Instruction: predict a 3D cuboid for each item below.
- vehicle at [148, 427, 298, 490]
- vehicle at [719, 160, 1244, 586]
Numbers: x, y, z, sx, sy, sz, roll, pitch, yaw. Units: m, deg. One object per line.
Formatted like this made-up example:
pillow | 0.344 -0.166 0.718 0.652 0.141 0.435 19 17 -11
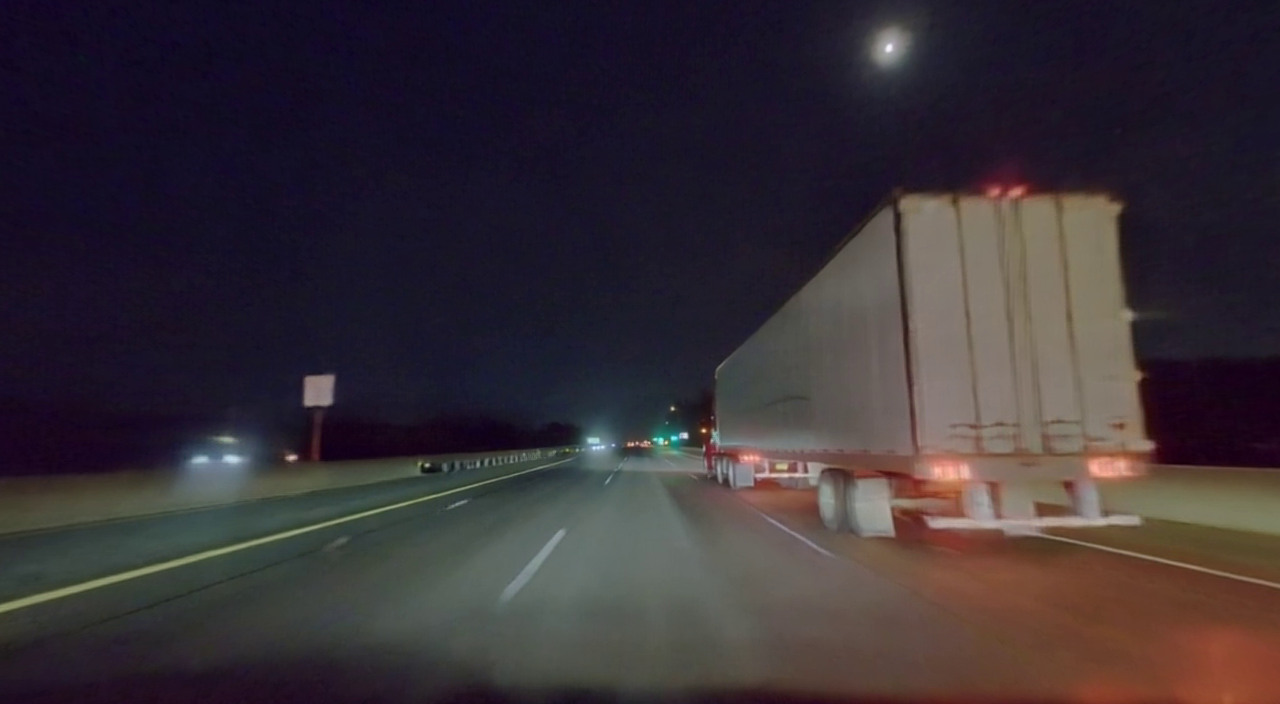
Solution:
vehicle | -18.945 4.878 29.108 2.353 2.561 6.586 0 -8 0
vehicle | 4.035 1.148 13.090 2.933 4.100 14.317 0 -8 0
